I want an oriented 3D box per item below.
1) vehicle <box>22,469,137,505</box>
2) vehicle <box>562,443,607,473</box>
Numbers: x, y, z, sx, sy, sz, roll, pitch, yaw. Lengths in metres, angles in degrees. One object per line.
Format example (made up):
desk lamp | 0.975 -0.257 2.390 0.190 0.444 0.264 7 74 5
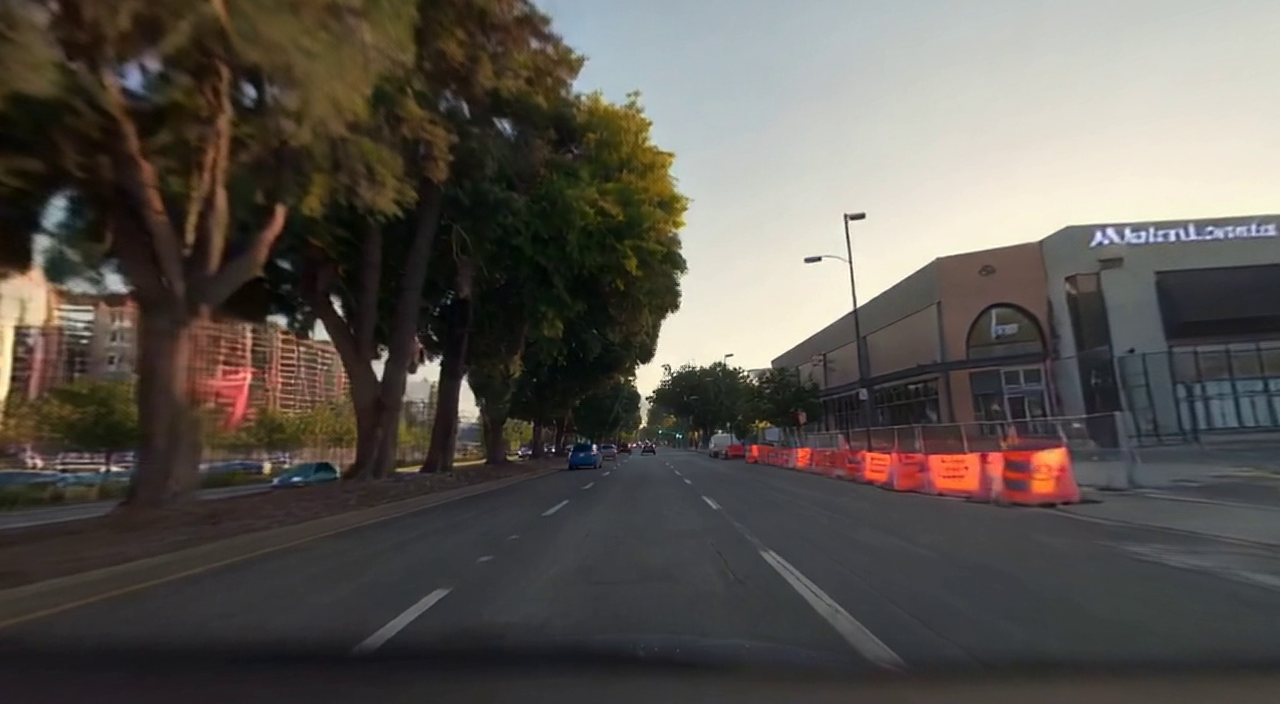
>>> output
vehicle | -30.097 7.229 33.991 4.492 1.450 1.833 3 -11 -42
vehicle | -2.863 5.545 33.211 1.926 1.442 4.231 0 -8 1
